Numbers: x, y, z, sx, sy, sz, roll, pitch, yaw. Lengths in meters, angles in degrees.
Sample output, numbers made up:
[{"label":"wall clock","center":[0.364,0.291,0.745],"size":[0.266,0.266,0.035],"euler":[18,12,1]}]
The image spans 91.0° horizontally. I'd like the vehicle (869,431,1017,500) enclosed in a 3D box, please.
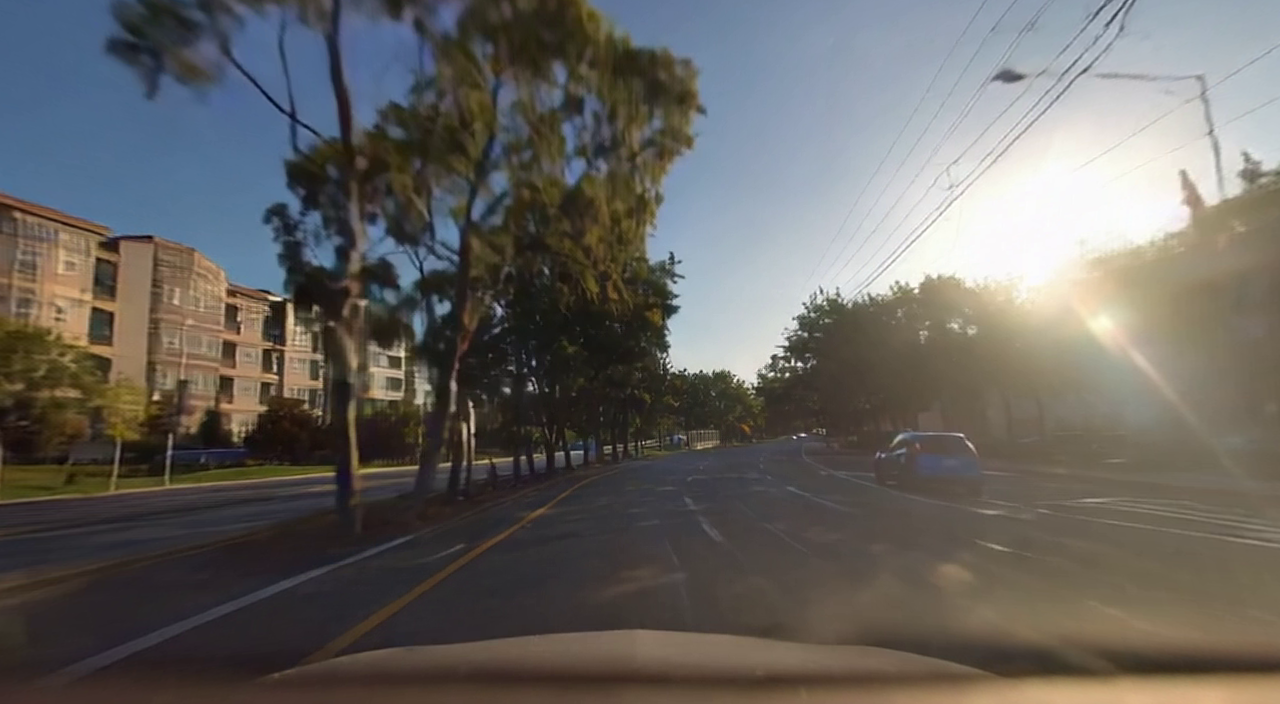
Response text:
[{"label":"vehicle","center":[7.296,2.753,15.653],"size":[1.908,1.476,3.880],"euler":[-1,-9,3]}]
